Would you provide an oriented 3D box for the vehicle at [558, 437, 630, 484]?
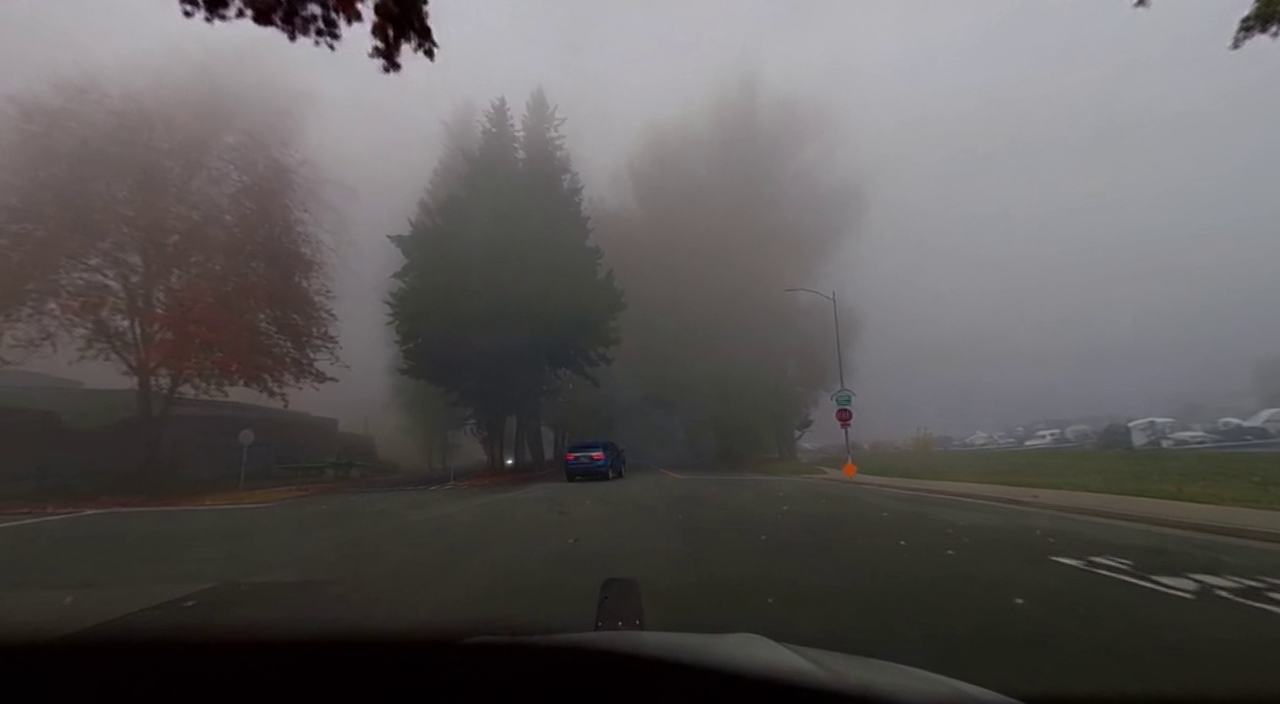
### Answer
[{"bbox_3d":[-2.051,5.126,30.107,2.284,2.012,5.607,-1,-9,8],"label":"vehicle"}]
